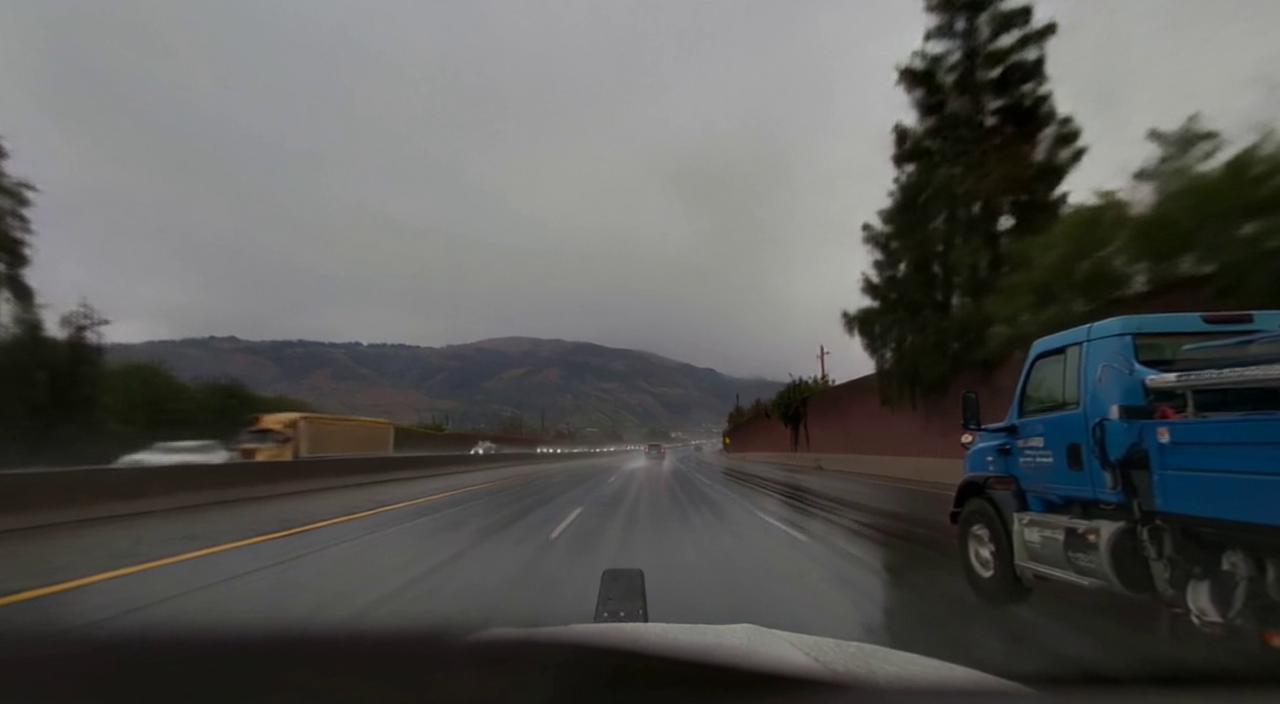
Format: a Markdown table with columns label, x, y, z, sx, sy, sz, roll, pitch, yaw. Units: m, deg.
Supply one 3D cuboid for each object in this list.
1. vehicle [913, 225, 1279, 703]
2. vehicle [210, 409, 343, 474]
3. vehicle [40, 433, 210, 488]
| label | x | y | z | sx | sy | sz | roll | pitch | yaw |
| --- | --- | --- | --- | --- | --- | --- | --- | --- | --- |
| vehicle | 3.729 | 0.609 | 2.200 | 2.538 | 2.228 | 6.370 | 0 | -9 | -1 |
| vehicle | -21.345 | 5.383 | 37.595 | 2.966 | 3.493 | 7.870 | 0 | -9 | 1 |
| vehicle | -17.974 | 3.813 | 22.298 | 1.965 | 1.724 | 4.640 | 0 | -9 | 2 |
